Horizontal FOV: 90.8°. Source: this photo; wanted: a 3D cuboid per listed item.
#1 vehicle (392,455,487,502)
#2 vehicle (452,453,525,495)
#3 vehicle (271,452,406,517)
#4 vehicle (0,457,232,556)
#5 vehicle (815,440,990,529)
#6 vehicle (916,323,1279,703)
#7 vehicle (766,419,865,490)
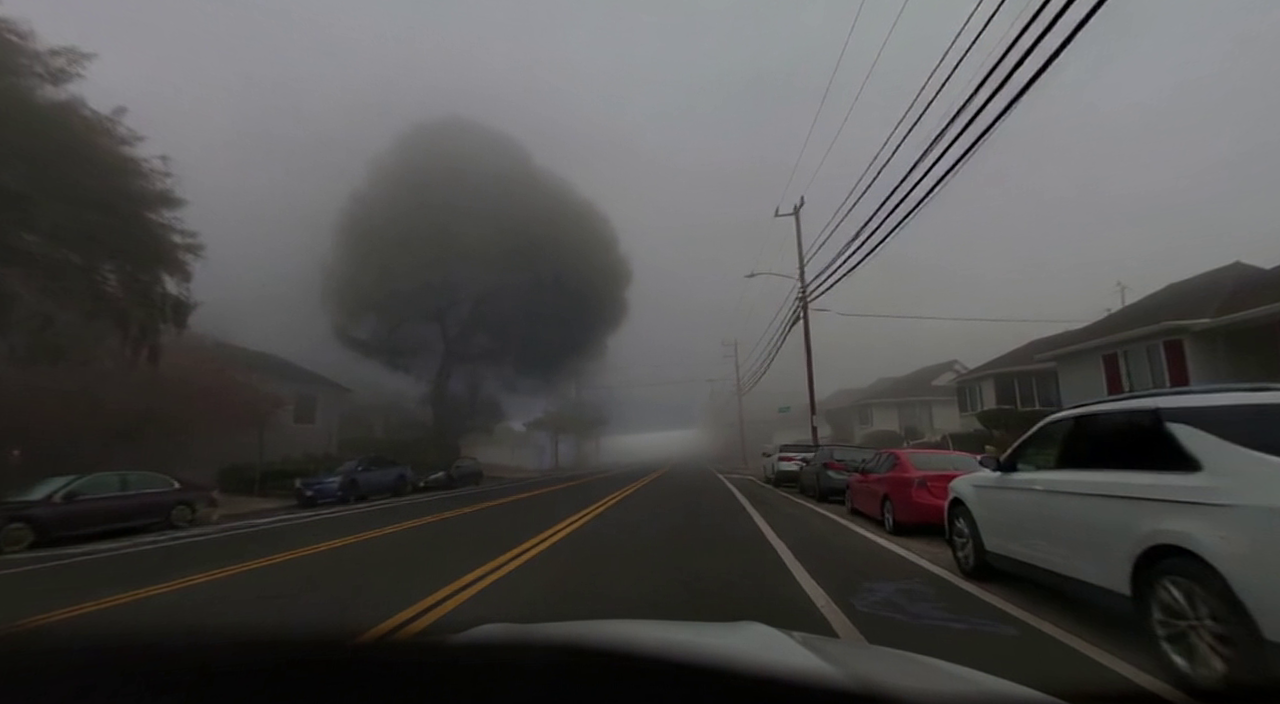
[{"bbox_3d":[-9.039,5.731,29.111,2.089,1.837,5.499,-1,-8,5],"label":"vehicle"},{"bbox_3d":[-8.246,6.681,35.086,2.282,2.060,5.738,-1,-8,4],"label":"vehicle"},{"bbox_3d":[-9.771,4.282,20.958,1.937,1.837,4.414,-1,-8,6],"label":"vehicle"},{"bbox_3d":[-10.803,2.898,12.203,2.136,1.431,5.197,-7,-9,5],"label":"vehicle"},{"bbox_3d":[5.163,2.619,13.325,1.927,1.483,5.100,-1,-8,5],"label":"vehicle"},{"bbox_3d":[4.227,1.089,4.785,2.199,1.885,5.461,-1,-8,5],"label":"vehicle"},{"bbox_3d":[6.001,3.598,22.459,2.330,2.160,5.550,-1,-8,5],"label":"vehicle"}]
